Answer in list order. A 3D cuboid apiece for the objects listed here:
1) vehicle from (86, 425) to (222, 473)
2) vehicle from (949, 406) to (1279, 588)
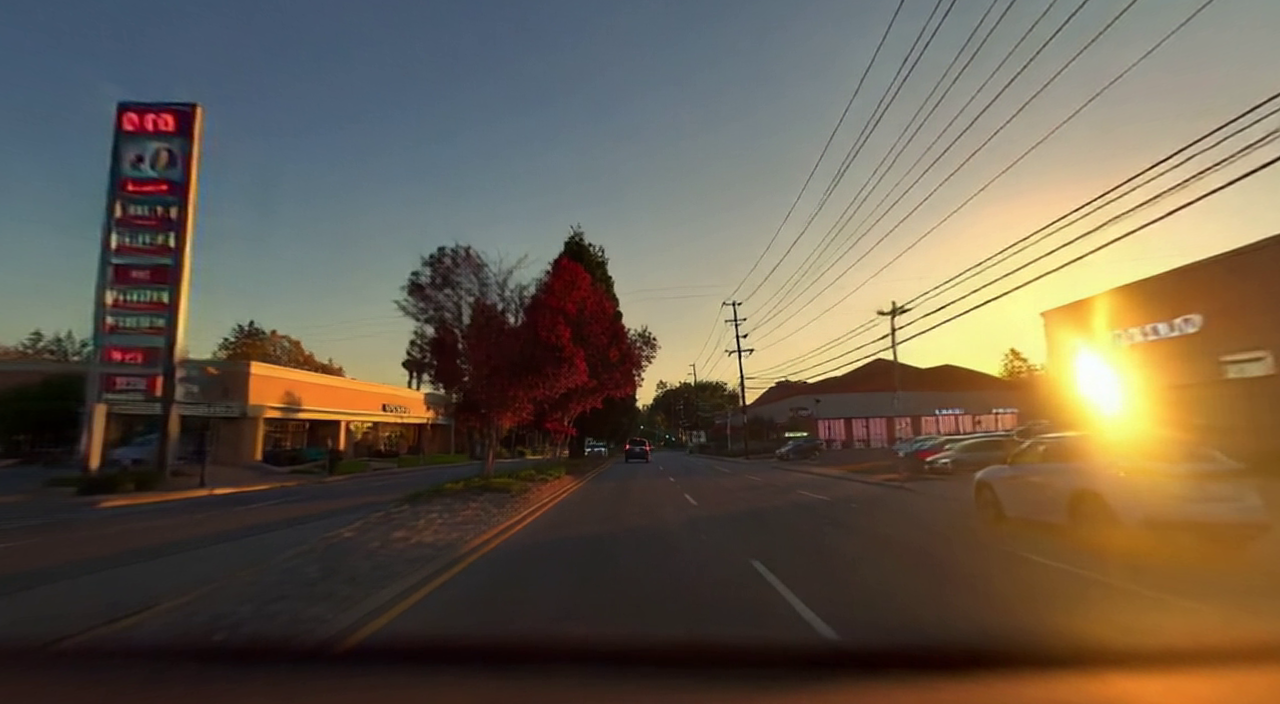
[{"bbox_3d":[-28.815,5.760,37.711,5.851,2.505,2.504,-1,-8,-9],"label":"vehicle"},{"bbox_3d":[6.219,1.701,8.280,1.995,1.705,4.434,0,-9,-1],"label":"vehicle"}]
